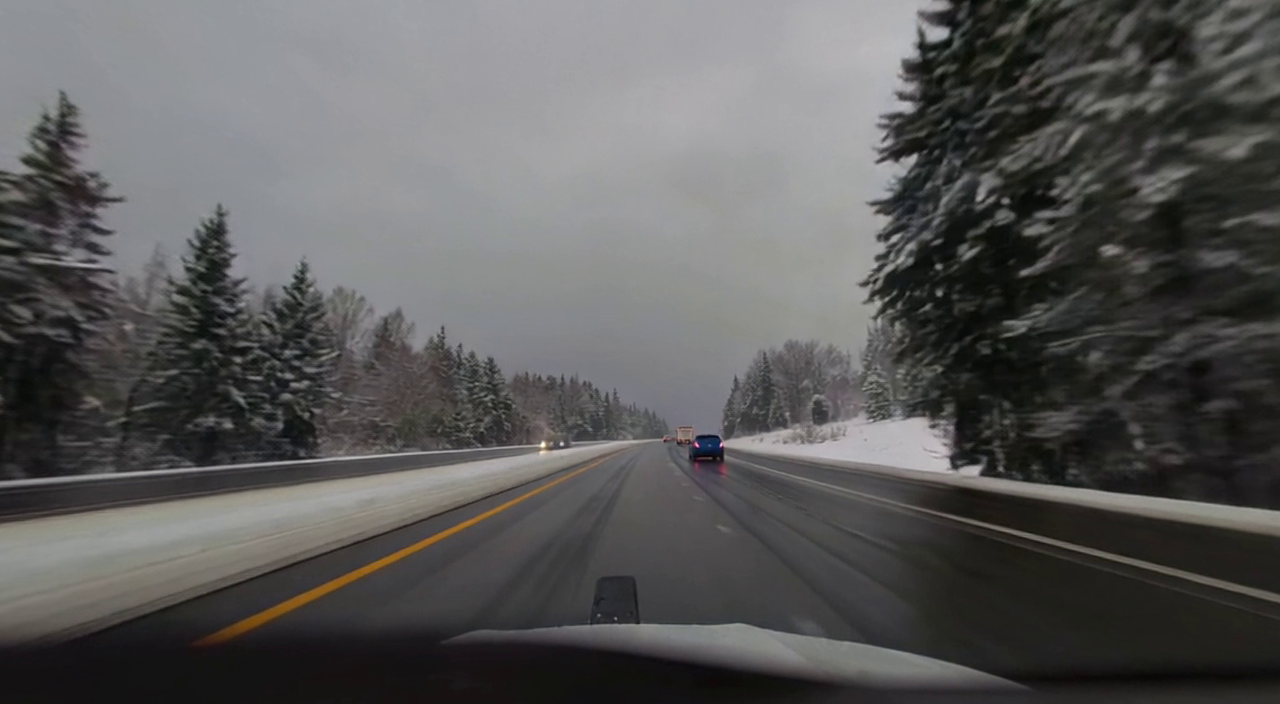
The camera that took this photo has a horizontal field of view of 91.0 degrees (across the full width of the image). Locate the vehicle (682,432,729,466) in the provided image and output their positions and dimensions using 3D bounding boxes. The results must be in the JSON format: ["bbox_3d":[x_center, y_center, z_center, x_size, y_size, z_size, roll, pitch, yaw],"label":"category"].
[{"bbox_3d":[3.411,5.144,33.481,2.022,1.663,4.245,0,-8,0],"label":"vehicle"}]
